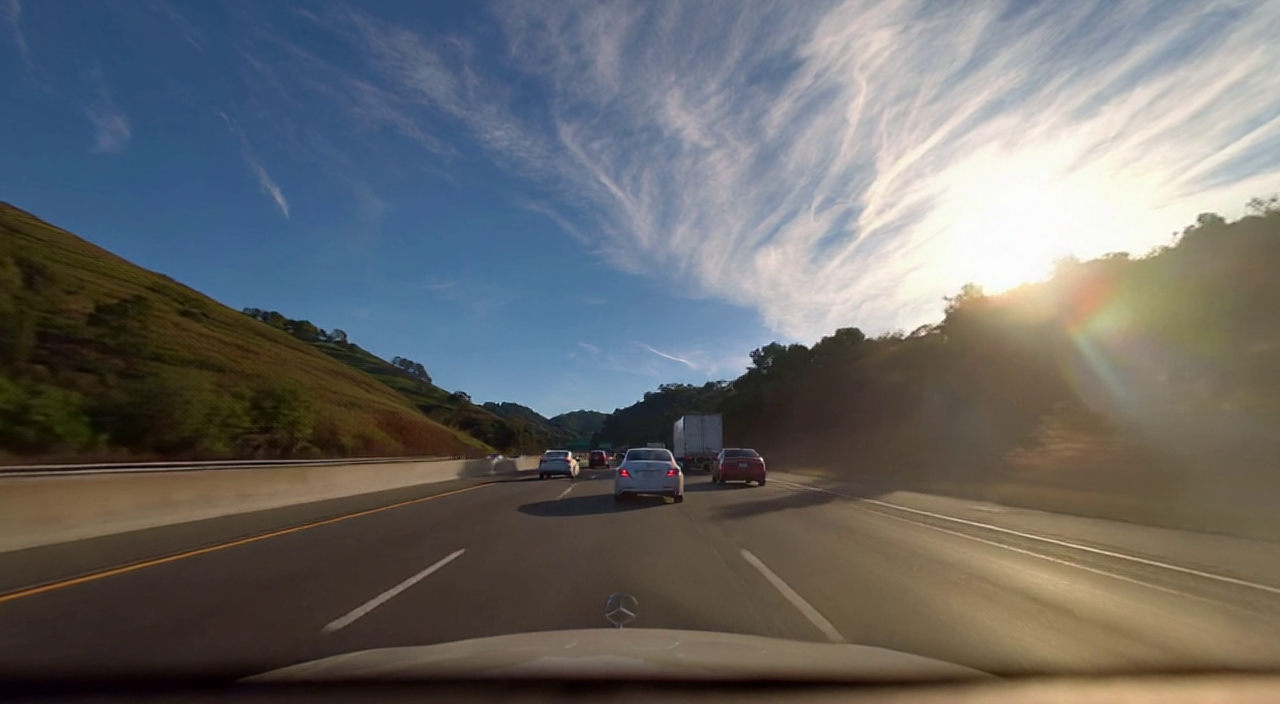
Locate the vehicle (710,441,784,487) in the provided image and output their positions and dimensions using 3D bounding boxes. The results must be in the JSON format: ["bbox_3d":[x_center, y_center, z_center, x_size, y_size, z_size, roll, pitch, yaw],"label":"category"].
[{"bbox_3d":[4.052,4.336,24.691,2.029,1.579,4.484,0,-9,-1],"label":"vehicle"}]

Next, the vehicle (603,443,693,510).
[{"bbox_3d":[0.194,3.096,16.103,2.041,1.484,3.535,0,-9,0],"label":"vehicle"}]

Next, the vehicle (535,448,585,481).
[{"bbox_3d":[-3.810,5.427,30.721,1.848,1.486,3.832,0,-9,1],"label":"vehicle"}]
